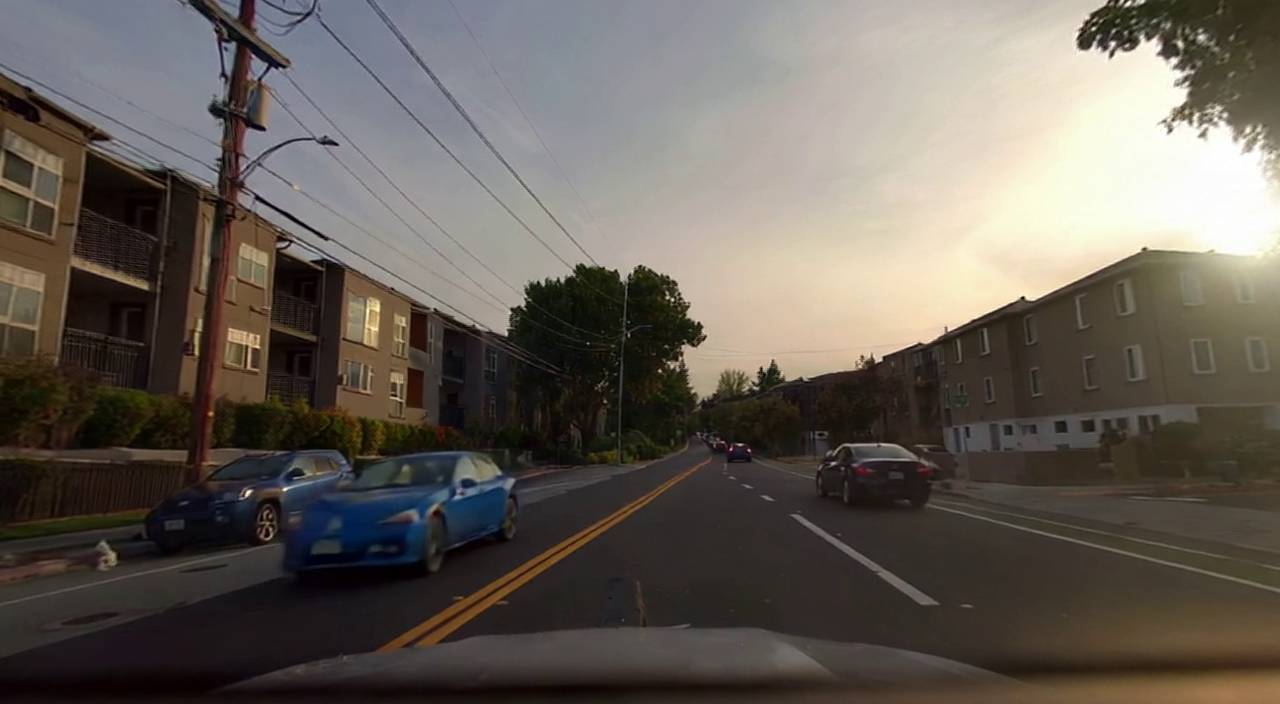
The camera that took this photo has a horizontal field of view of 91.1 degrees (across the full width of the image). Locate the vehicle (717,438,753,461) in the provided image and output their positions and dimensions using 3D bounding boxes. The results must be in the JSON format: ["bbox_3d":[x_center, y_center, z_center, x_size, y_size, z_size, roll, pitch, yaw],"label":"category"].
[{"bbox_3d":[7.425,7.643,49.381,2.306,1.719,4.805,-1,-8,3],"label":"vehicle"}]

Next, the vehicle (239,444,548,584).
[{"bbox_3d":[-2.991,2.047,8.978,2.155,1.436,4.501,-1,-8,8],"label":"vehicle"}]

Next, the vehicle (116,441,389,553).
[{"bbox_3d":[-7.443,2.766,12.877,2.381,1.825,4.652,-1,-8,4],"label":"vehicle"}]

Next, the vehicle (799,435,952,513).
[{"bbox_3d":[5.158,2.711,14.534,2.052,1.506,4.432,-1,-8,4],"label":"vehicle"}]
